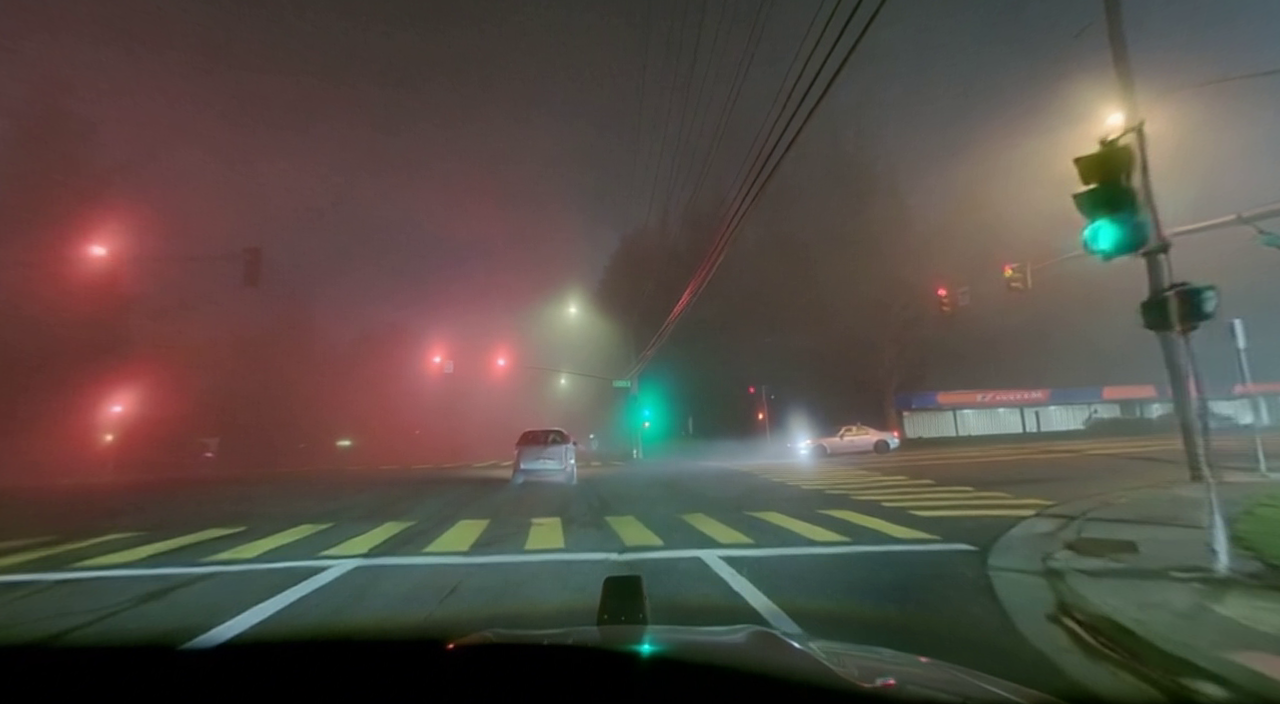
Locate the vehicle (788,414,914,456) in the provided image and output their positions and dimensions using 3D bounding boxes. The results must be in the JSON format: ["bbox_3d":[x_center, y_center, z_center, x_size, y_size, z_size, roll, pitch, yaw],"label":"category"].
[{"bbox_3d":[9.870,3.909,29.632,5.149,1.725,1.964,-1,-8,-5],"label":"vehicle"}]

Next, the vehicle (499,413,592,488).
[{"bbox_3d":[-2.587,2.857,18.425,2.300,1.868,4.690,0,-8,-4],"label":"vehicle"}]

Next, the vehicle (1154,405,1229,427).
[{"bbox_3d":[38.934,4.559,44.360,3.805,1.451,1.641,0,-8,-3],"label":"vehicle"}]

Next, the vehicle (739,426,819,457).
[{"bbox_3d":[7.524,4.896,34.340,3.990,1.548,1.780,-1,-8,4],"label":"vehicle"}]
